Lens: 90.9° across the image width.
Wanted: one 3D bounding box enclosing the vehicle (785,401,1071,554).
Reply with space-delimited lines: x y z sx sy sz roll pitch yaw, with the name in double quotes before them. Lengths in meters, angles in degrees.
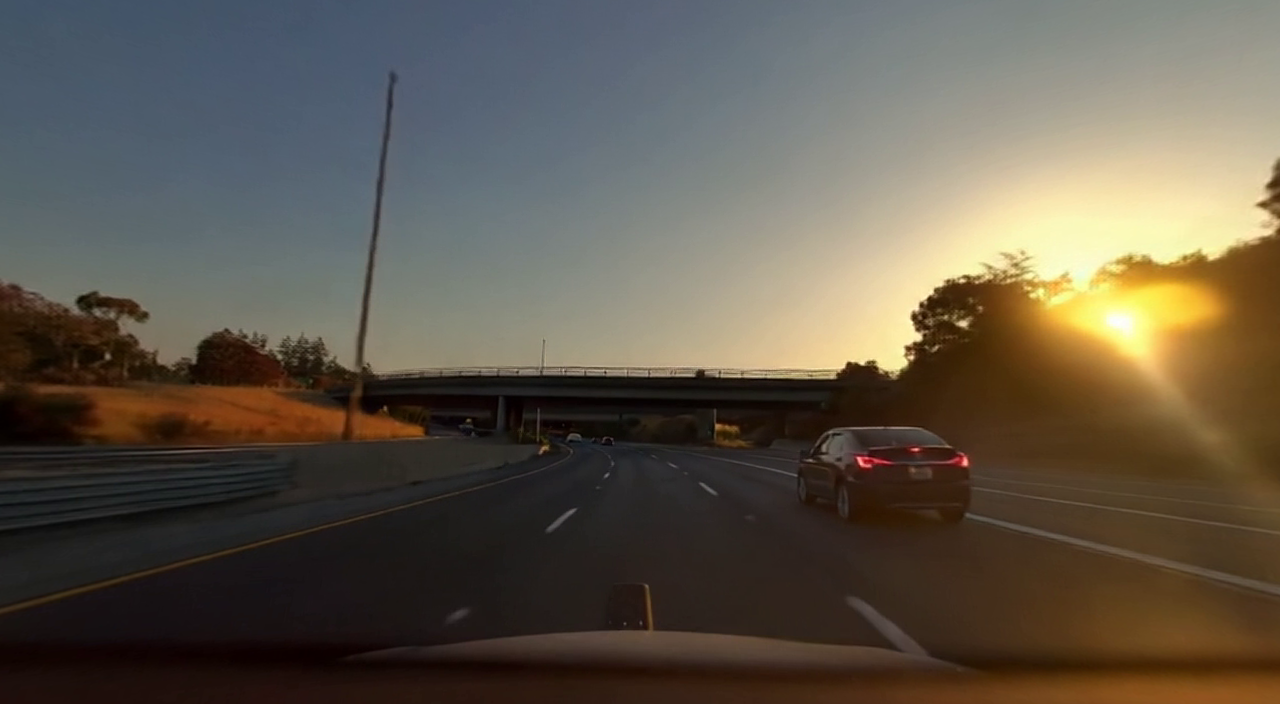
"vehicle" 3.785 1.748 9.533 2.039 1.701 4.834 0 -8 0
